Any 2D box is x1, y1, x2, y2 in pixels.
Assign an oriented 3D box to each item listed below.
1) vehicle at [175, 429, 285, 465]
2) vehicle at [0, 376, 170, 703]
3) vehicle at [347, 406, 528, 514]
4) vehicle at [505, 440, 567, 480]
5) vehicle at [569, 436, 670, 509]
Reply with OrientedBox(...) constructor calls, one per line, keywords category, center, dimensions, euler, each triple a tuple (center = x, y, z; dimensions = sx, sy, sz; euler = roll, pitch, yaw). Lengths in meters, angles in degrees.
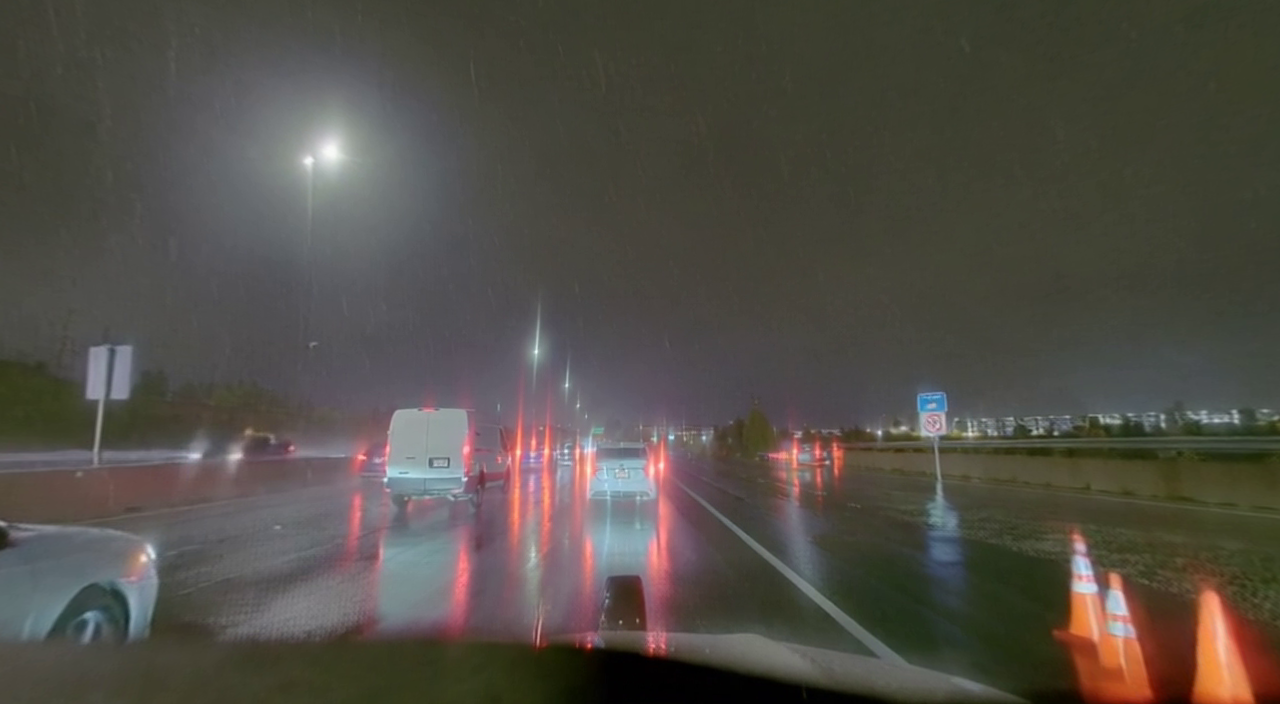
OrientedBox(category="vehicle", center=(-17.562, 4.083, 27.364), dimensions=(1.829, 1.404, 4.536), euler=(0, -8, -1))
OrientedBox(category="vehicle", center=(-3.987, 0.739, 1.707), dimensions=(2.041, 1.604, 4.384), euler=(0, -9, 0))
OrientedBox(category="vehicle", center=(-4.301, 2.442, 14.728), dimensions=(2.324, 2.012, 5.740), euler=(0, -9, 0))
OrientedBox(category="vehicle", center=(-4.126, 4.336, 25.653), dimensions=(1.824, 1.459, 4.007), euler=(0, -9, 1))
OrientedBox(category="vehicle", center=(-0.456, 2.785, 15.009), dimensions=(2.069, 1.484, 3.918), euler=(0, -9, -1))
